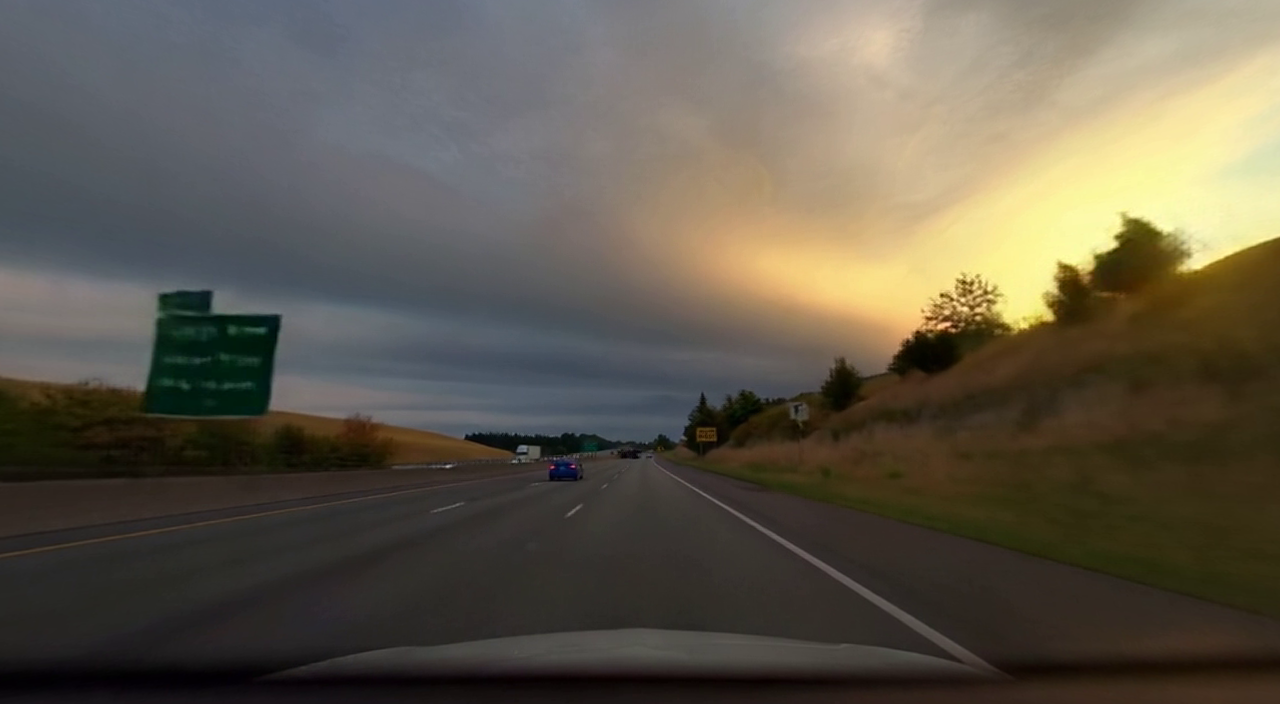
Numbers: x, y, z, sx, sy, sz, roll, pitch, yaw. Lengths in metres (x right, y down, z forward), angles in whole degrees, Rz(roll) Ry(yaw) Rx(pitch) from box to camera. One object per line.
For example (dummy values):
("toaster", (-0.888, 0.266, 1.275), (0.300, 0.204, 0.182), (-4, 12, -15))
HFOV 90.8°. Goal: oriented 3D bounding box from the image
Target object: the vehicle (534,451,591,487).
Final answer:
("vehicle", (-3.531, 5.412, 29.466), (2.121, 1.537, 3.852), (0, -9, 0))
